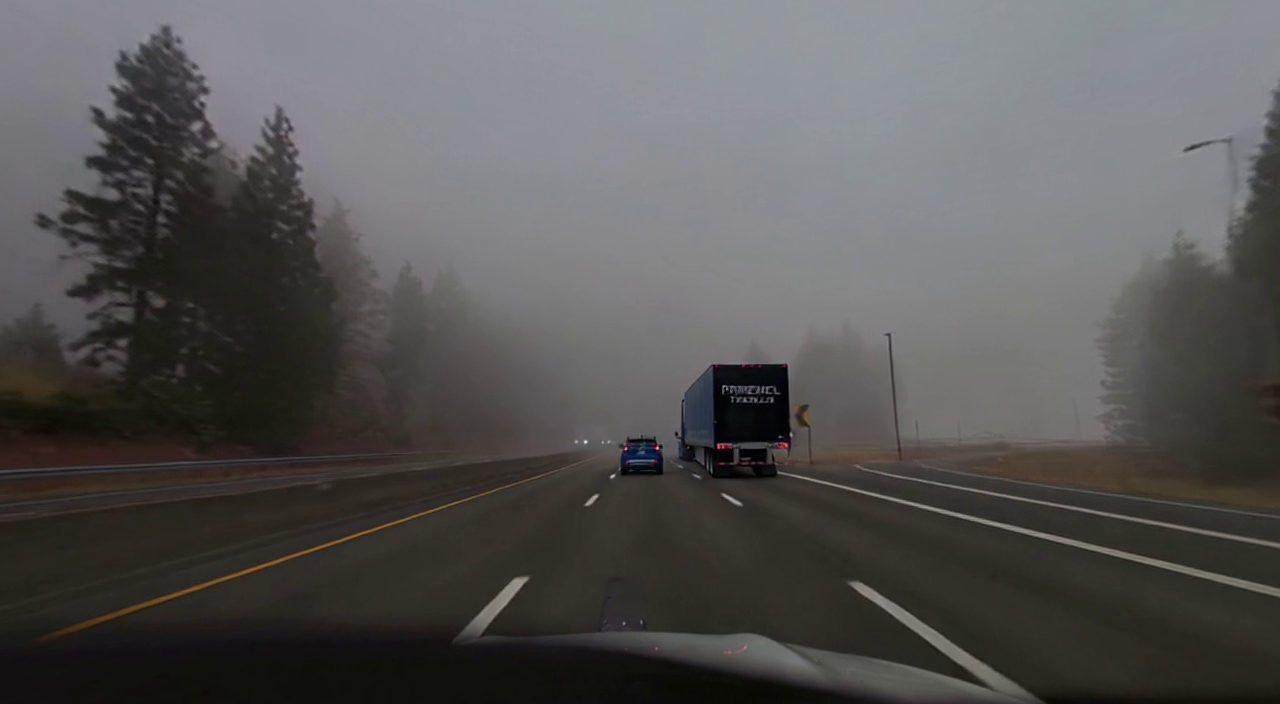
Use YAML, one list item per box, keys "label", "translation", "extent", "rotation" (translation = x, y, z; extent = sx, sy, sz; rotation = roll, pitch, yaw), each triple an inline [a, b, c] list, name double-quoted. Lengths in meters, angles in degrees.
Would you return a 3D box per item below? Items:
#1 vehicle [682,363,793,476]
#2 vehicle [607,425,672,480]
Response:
- label: "vehicle"
  translation: [4.130, 3.684, 31.527]
  extent: [2.899, 4.160, 16.621]
  rotation: [0, -8, 0]
- label: "vehicle"
  translation: [-0.038, 3.751, 23.767]
  extent: [2.222, 1.848, 4.610]
  rotation: [0, -8, -1]
